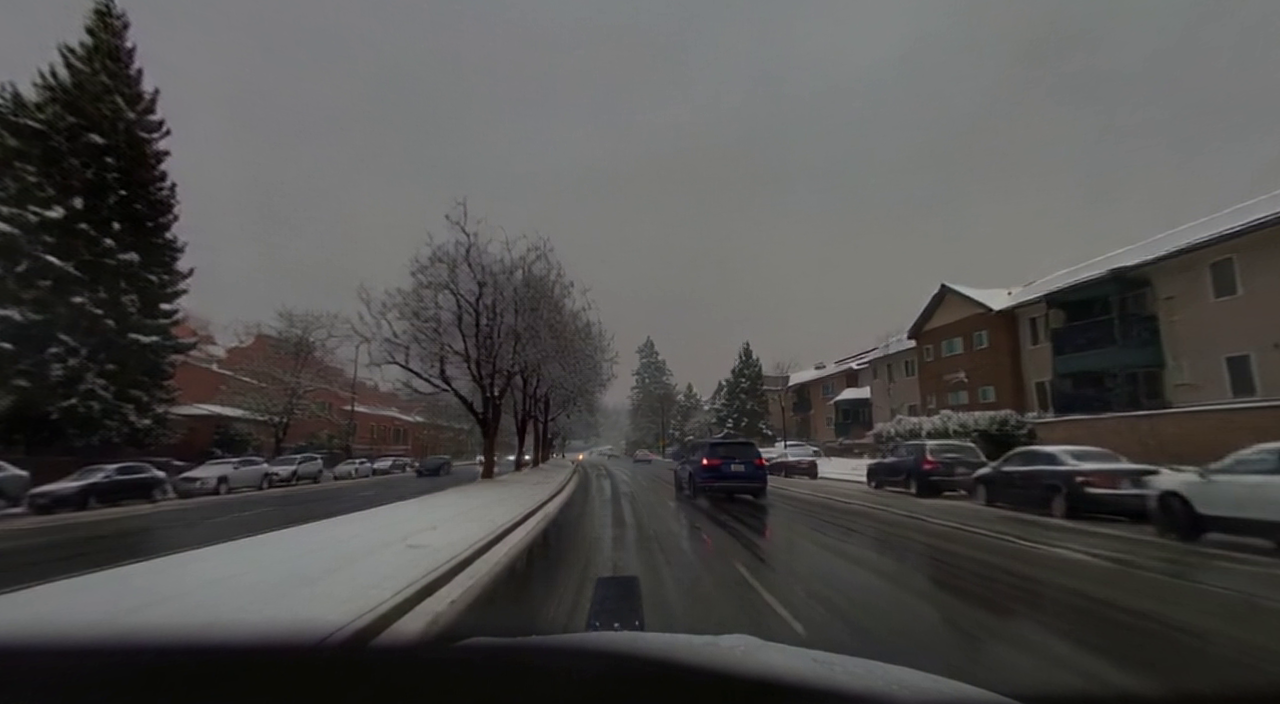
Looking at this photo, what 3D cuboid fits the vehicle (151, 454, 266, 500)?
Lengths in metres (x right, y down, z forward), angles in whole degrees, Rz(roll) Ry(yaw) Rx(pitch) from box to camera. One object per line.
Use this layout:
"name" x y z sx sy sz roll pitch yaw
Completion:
"vehicle" -18.394 5.321 27.275 1.871 1.712 4.710 1 -9 -4

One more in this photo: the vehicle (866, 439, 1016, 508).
"vehicle" 9.179 3.711 19.864 2.052 1.853 4.886 1 -9 -4

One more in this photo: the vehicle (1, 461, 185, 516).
"vehicle" -18.159 4.508 21.414 1.903 1.517 4.965 0 -9 -2

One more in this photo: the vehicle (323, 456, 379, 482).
"vehicle" -20.162 8.173 44.289 1.979 1.489 4.902 0 -8 -5

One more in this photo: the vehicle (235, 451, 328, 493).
"vehicle" -18.625 6.220 33.159 2.182 1.840 5.105 -1 -8 -3

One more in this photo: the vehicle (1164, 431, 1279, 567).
"vehicle" 9.503 1.811 7.535 2.186 1.750 4.805 1 -9 -3

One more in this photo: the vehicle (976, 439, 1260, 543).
"vehicle" 9.440 2.727 13.202 2.032 1.732 4.780 0 -9 -3

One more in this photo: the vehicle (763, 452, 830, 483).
"vehicle" 8.216 6.077 33.673 1.936 1.485 5.111 1 -9 -5

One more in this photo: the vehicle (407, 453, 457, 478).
"vehicle" -13.190 7.220 40.356 1.895 1.458 4.512 0 -9 -3

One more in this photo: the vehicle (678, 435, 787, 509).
"vehicle" 2.375 3.227 17.510 2.085 1.763 4.490 1 -9 -4
